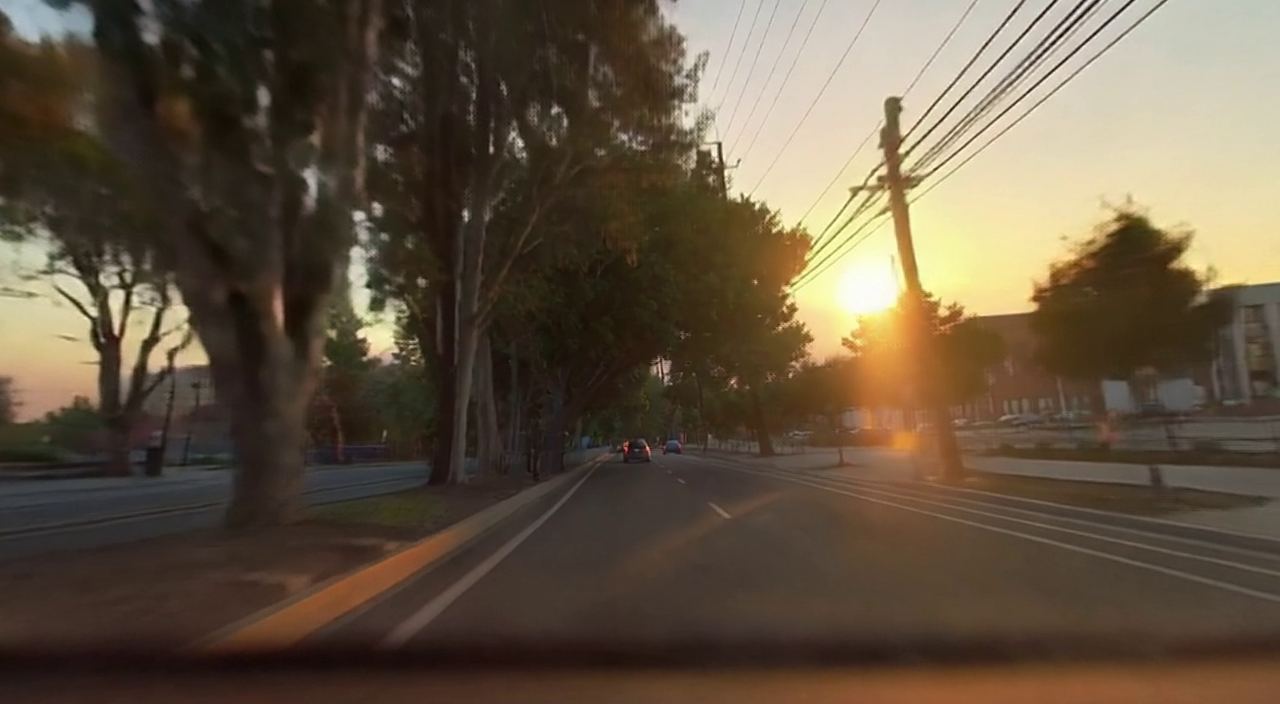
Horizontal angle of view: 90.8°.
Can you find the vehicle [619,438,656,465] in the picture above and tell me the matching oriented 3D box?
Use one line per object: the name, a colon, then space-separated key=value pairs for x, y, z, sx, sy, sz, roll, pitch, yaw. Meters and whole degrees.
vehicle: x=-0.193 y=5.979 z=38.011 sx=2.109 sy=1.501 sz=4.042 roll=0 pitch=-8 yaw=-1
